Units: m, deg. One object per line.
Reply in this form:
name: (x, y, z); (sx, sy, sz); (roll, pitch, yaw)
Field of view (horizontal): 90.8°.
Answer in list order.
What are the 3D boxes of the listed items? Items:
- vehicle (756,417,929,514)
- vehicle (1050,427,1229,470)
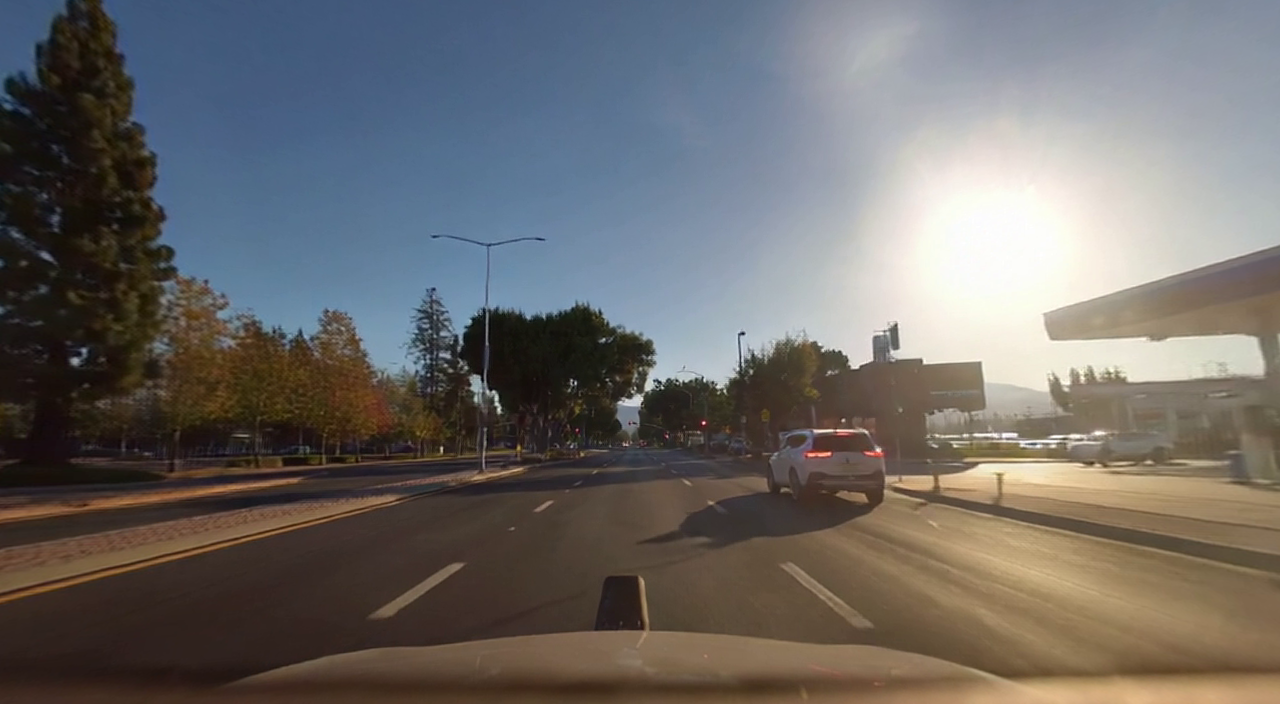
vehicle: (4.417, 2.581, 14.874); (2.245, 1.864, 5.076); (0, -8, -2)
vehicle: (23.235, 4.513, 29.614); (6.404, 1.894, 2.275); (0, -8, 0)
